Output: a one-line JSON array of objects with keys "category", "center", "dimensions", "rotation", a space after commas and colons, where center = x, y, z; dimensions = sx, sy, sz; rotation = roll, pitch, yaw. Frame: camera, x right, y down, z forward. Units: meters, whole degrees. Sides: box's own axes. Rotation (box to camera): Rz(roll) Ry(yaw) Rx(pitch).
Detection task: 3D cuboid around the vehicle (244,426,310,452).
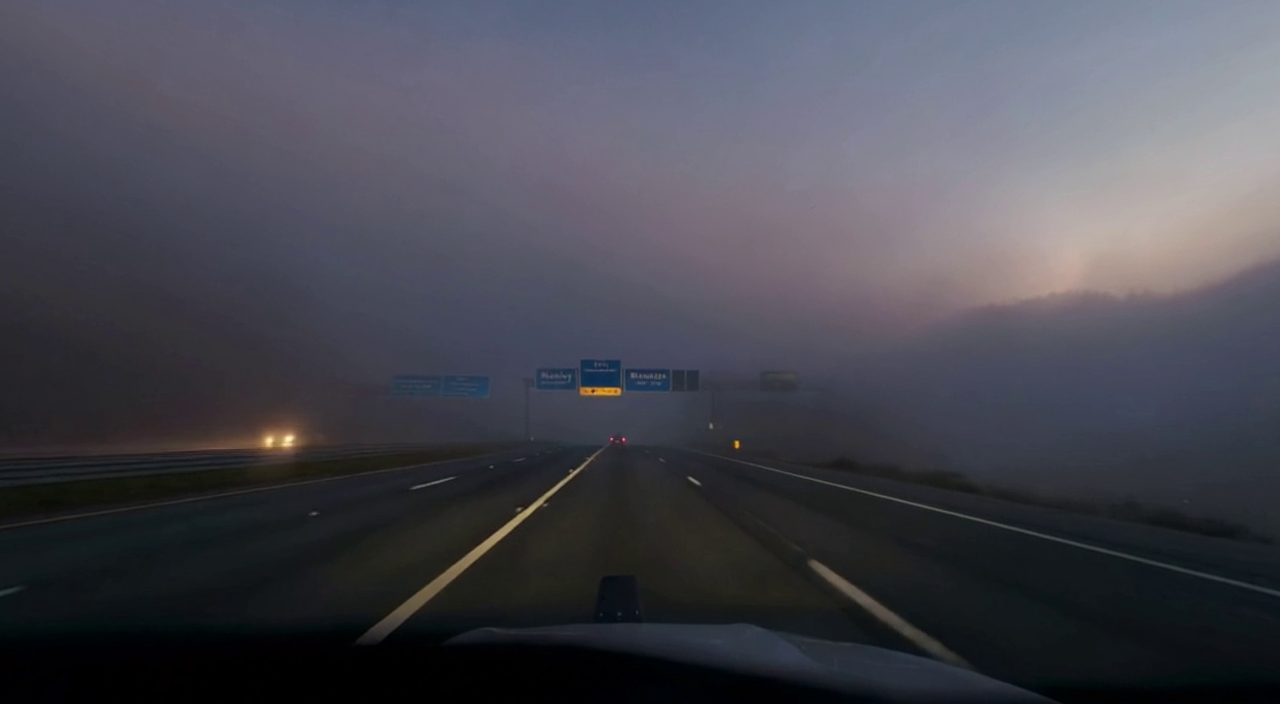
[{"category": "vehicle", "center": [-25.627, 6.170, 44.593], "dimensions": [1.972, 1.731, 4.584], "rotation": [0, -8, -1]}]
